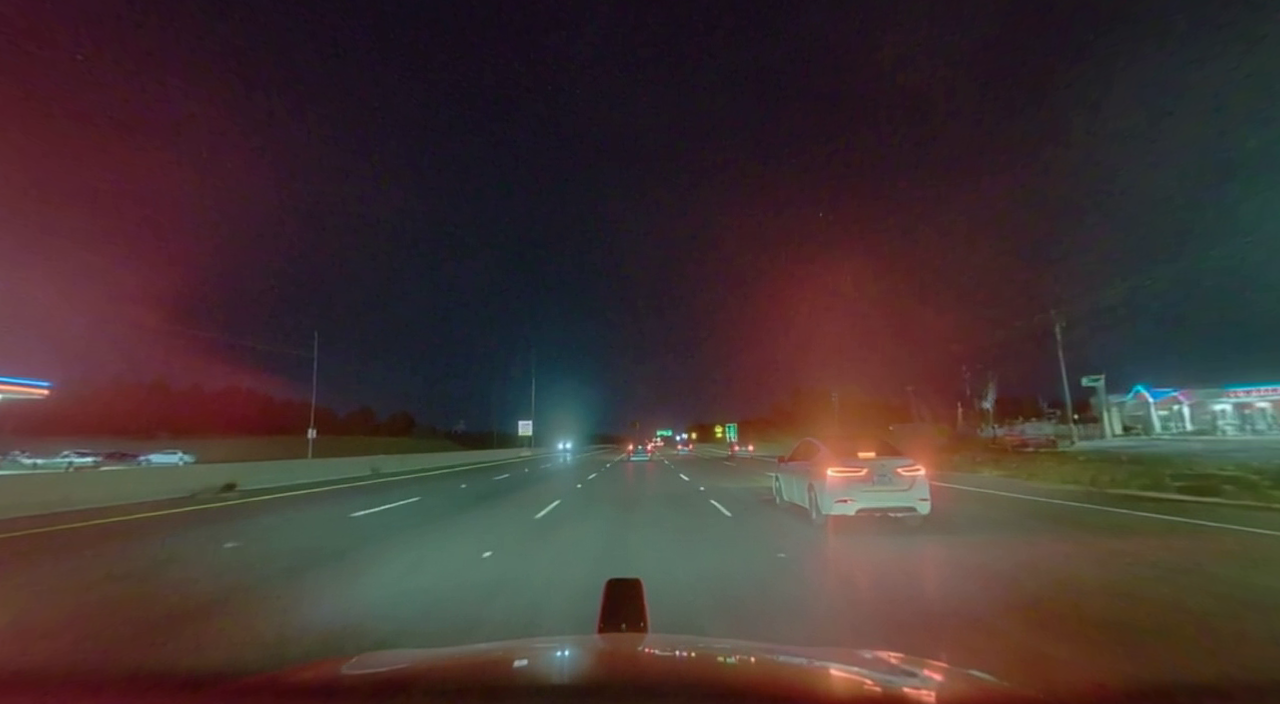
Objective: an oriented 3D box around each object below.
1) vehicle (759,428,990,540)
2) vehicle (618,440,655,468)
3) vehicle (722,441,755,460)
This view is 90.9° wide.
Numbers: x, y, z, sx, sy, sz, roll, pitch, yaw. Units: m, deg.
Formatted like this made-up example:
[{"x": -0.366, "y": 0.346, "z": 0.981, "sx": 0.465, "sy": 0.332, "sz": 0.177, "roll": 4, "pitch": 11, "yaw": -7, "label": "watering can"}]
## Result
[{"x": 3.628, "y": 2.136, "z": 10.942, "sx": 2.172, "sy": 1.490, "sz": 4.668, "roll": 0, "pitch": -8, "yaw": 0, "label": "vehicle"}, {"x": -0.209, "y": 5.811, "z": 36.175, "sx": 1.999, "sy": 1.473, "sz": 4.351, "roll": 0, "pitch": -8, "yaw": 0, "label": "vehicle"}, {"x": 7.735, "y": 7.754, "z": 49.821, "sx": 1.867, "sy": 1.463, "sz": 4.295, "roll": 0, "pitch": -8, "yaw": -1, "label": "vehicle"}]
